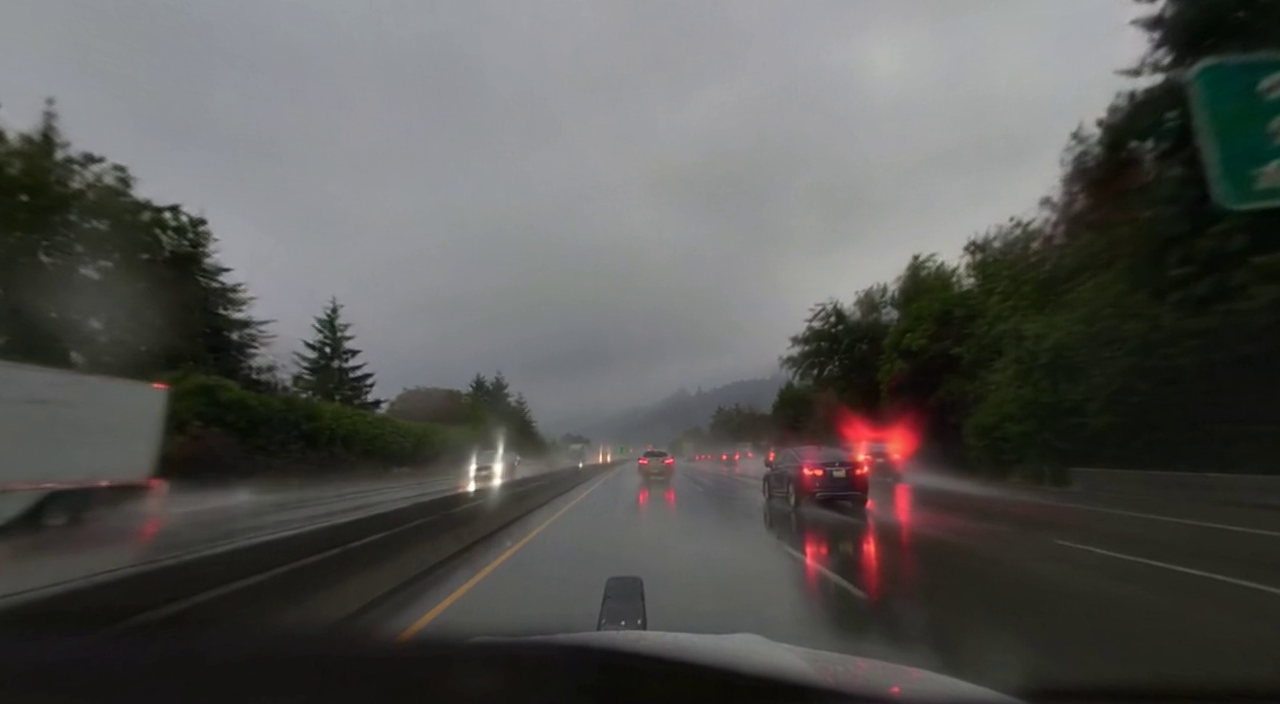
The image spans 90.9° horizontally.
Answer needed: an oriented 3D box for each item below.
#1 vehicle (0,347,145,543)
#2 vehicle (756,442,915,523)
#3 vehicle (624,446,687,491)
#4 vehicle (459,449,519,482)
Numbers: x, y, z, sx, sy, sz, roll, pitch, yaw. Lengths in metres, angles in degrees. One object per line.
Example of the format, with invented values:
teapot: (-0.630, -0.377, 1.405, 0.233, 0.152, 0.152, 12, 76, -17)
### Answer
vehicle: (-15.405, 1.409, 9.816, 3.577, 4.095, 14.490, 0, -9, 0)
vehicle: (4.001, 2.742, 13.769, 2.029, 1.475, 4.279, 0, -9, -1)
vehicle: (0.542, 4.374, 23.950, 2.177, 1.520, 4.278, 0, -9, 0)
vehicle: (-7.815, 5.927, 33.109, 2.057, 1.602, 4.313, 0, -9, 0)
